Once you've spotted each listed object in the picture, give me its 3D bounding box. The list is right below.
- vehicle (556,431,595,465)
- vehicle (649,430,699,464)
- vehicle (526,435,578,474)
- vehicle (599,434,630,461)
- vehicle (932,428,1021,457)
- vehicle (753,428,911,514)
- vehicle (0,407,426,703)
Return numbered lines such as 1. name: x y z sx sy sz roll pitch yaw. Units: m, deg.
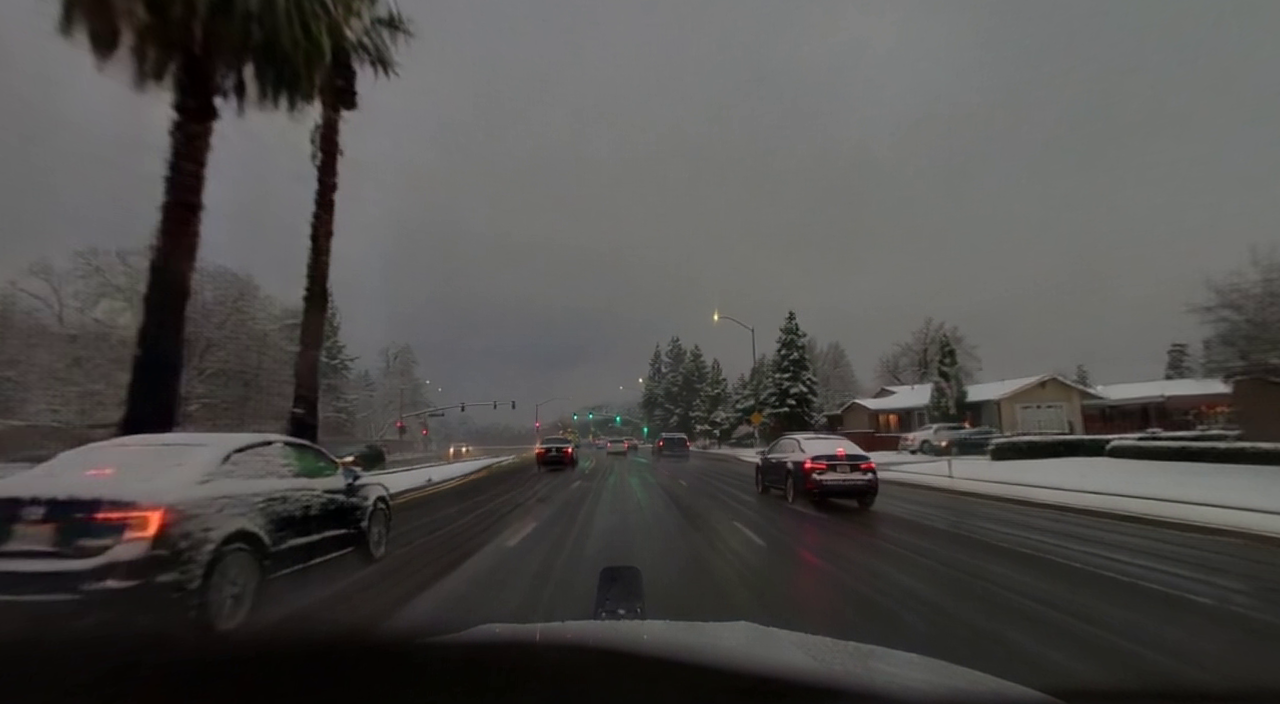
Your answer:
1. vehicle: -4.107 6.203 40.956 2.354 1.948 6.355 1 -8 -5
2. vehicle: 2.020 5.962 39.814 2.391 1.960 5.600 1 -8 -4
3. vehicle: -3.826 4.504 27.960 1.922 1.577 4.140 0 -8 -3
4. vehicle: -1.961 7.199 47.702 2.164 1.867 4.254 1 -8 -5
5. vehicle: 19.126 5.120 35.932 4.372 1.425 1.833 0 -8 -19
6. vehicle: 3.773 2.406 13.263 1.870 1.491 4.009 0 -8 -3
7. vehicle: -3.473 1.329 5.326 1.924 1.473 4.200 0 -8 -1
